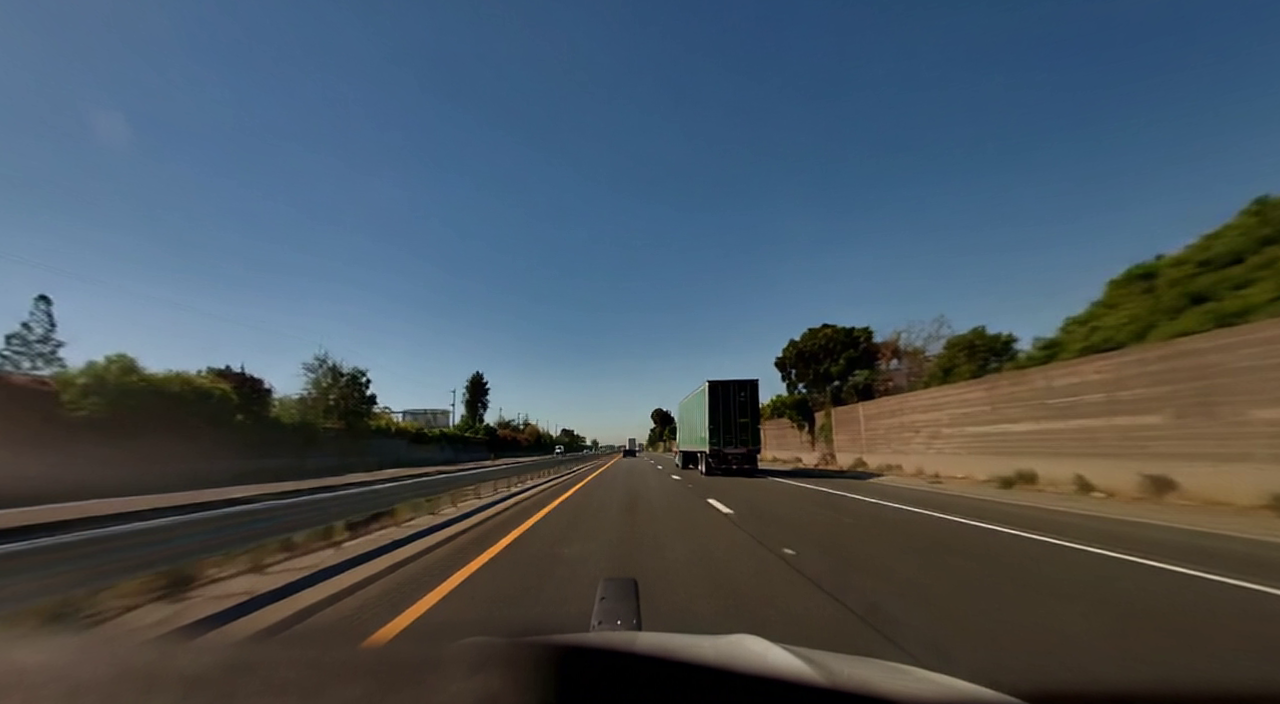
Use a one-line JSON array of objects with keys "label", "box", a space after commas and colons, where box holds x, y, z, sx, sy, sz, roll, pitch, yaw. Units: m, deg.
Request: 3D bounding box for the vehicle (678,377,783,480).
[{"label": "vehicle", "box": [3.882, 3.989, 31.138, 2.922, 3.905, 14.151, 0, -9, -1]}]
